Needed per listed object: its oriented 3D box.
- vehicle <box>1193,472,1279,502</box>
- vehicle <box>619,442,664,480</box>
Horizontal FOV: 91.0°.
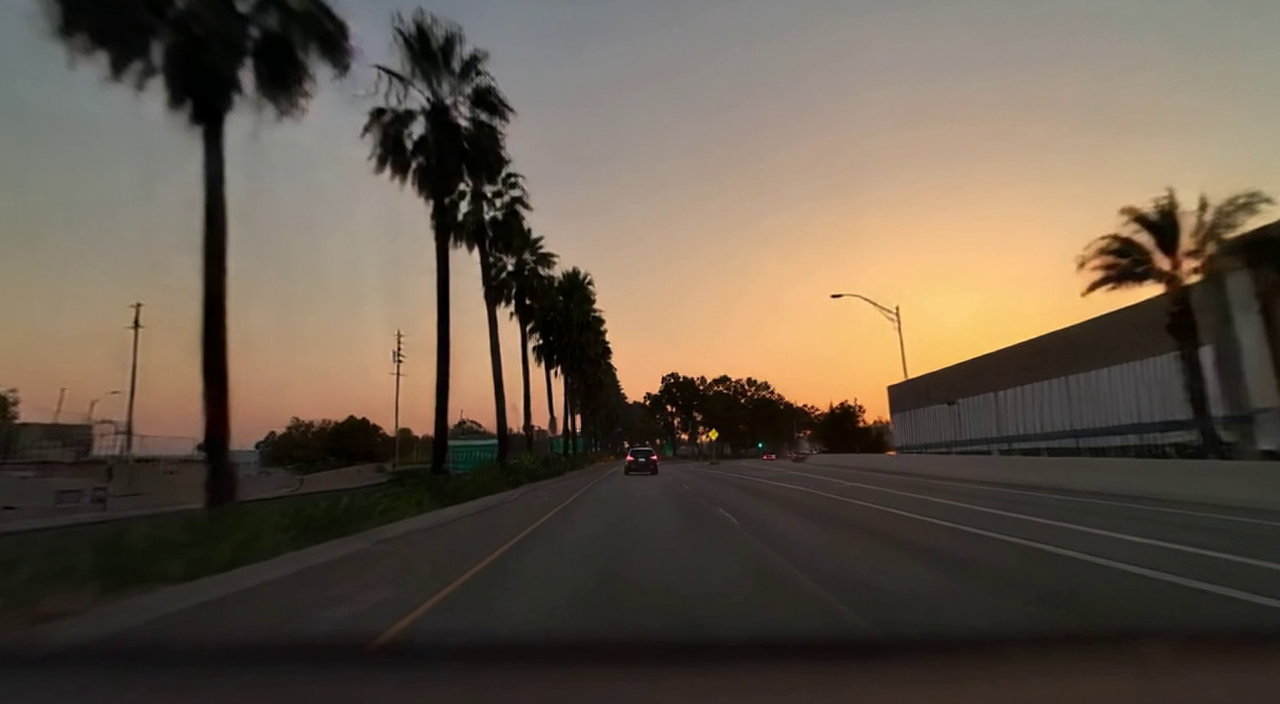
[{"bbox_3d":[35.196,7.844,36.698,3.945,1.538,1.796,-3,-12,5],"label":"vehicle"},{"bbox_3d":[0.010,5.370,31.313,2.089,1.718,4.193,0,-9,-2],"label":"vehicle"}]
